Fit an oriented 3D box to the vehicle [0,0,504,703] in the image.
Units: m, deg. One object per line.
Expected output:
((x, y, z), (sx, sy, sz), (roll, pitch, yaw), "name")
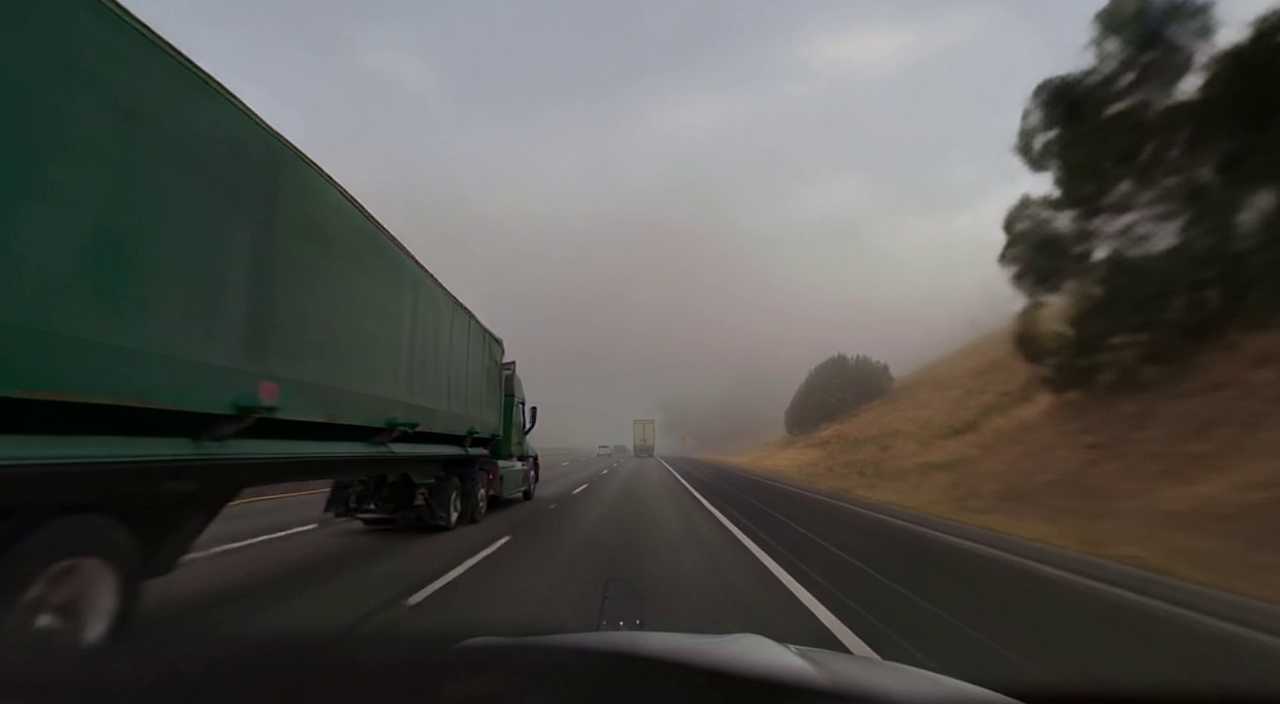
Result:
((-3.715, 0.521, 5.356), (2.789, 3.271, 10.894), (1, -9, -1), "vehicle")
